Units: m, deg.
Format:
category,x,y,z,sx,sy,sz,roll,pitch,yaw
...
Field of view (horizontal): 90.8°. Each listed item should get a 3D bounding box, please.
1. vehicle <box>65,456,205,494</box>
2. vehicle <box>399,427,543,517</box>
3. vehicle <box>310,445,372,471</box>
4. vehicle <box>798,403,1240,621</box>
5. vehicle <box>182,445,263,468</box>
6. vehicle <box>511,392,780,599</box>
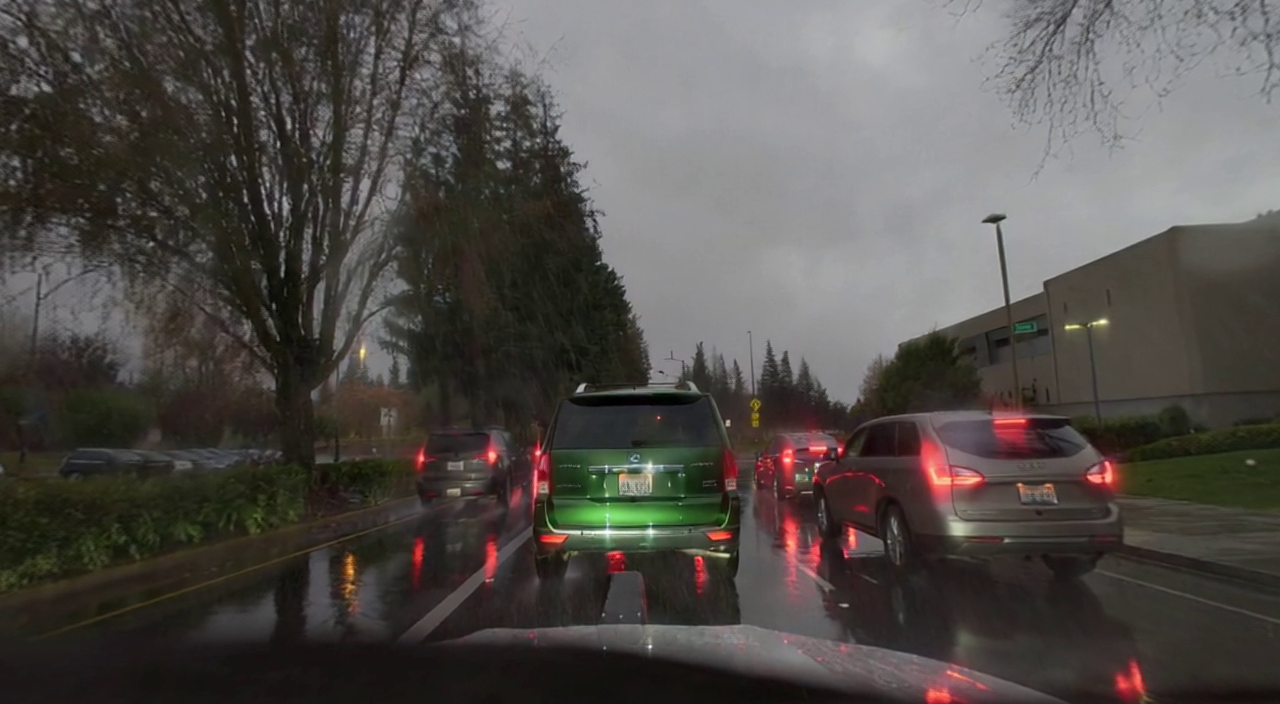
category,x,y,z,sx,sy,sz,roll,pitch,yaw
vehicle,-22.273,5.406,28.181,2.312,1.443,4.684,0,-9,1
vehicle,-3.421,2.514,13.685,1.961,1.639,4.064,0,-9,1
vehicle,-22.153,7.837,47.065,1.993,1.844,5.316,0,-8,0
vehicle,3.464,1.553,7.071,2.202,1.657,4.298,0,-9,-1
vehicle,-30.003,7.505,45.460,4.403,1.532,1.914,0,-8,-3
vehicle,0.019,1.515,7.419,2.294,1.761,3.857,0,-9,-1
